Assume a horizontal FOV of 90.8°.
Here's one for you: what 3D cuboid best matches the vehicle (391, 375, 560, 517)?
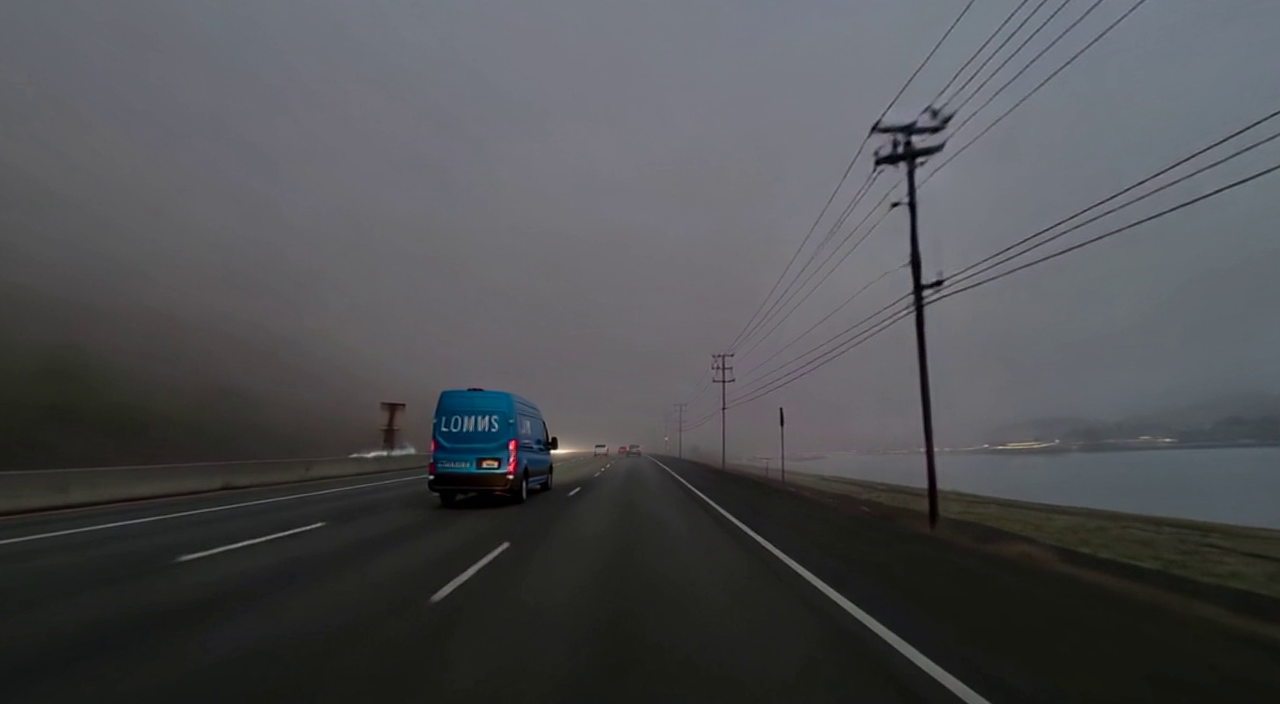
[{"bbox_3d":[-3.623,2.314,15.698,2.331,2.757,6.581,0,-8,1],"label":"vehicle"}]
